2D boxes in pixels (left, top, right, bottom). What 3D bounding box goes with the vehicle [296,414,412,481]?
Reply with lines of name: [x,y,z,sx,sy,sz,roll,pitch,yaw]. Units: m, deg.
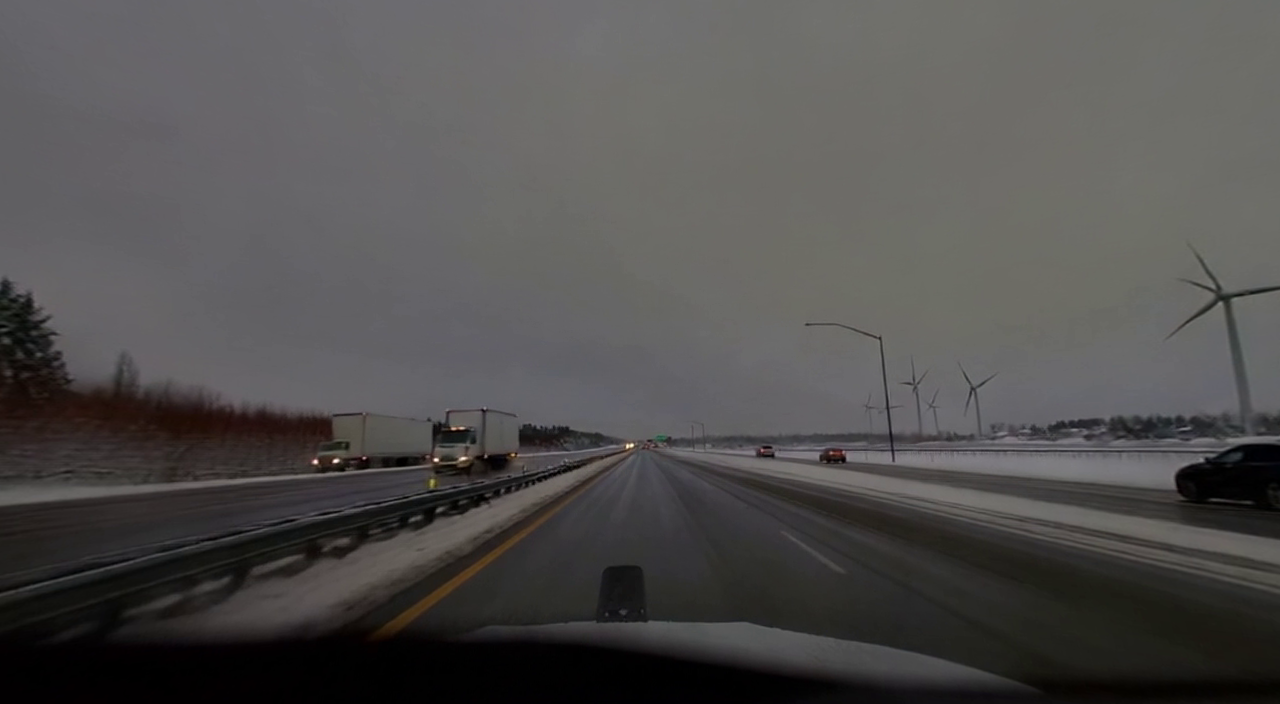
vehicle: [-16.793,5.747,37.875,2.931,3.531,8.112,0,-9,1]

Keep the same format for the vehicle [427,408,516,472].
vehicle: [-11.749,6.440,45.627,2.849,3.947,12.500,0,-9,0]

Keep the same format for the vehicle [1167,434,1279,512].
vehicle: [14.832,2.704,14.167,1.897,1.669,4.825,0,-9,2]
